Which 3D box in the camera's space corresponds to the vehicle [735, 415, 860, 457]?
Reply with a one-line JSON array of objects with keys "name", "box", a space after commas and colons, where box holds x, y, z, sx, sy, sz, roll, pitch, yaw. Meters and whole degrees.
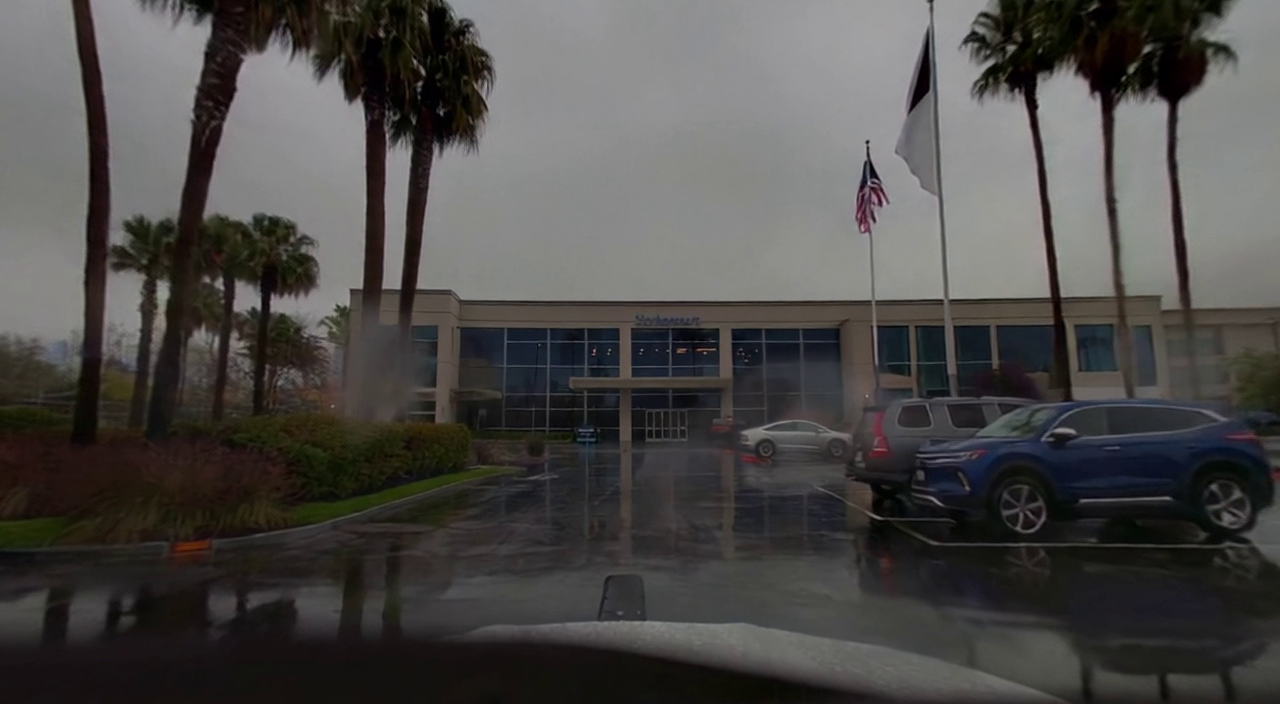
[{"name": "vehicle", "box": [6.957, 3.801, 28.426, 5.254, 1.793, 1.998, -1, -8, 8]}]

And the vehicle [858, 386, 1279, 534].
[{"name": "vehicle", "box": [5.572, 1.415, 8.472, 4.567, 1.723, 1.926, -1, -8, 4]}]

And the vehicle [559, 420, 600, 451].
[{"name": "vehicle", "box": [-4.039, 5.644, 42.870, 1.943, 1.890, 4.472, 2, -5, 5]}]
